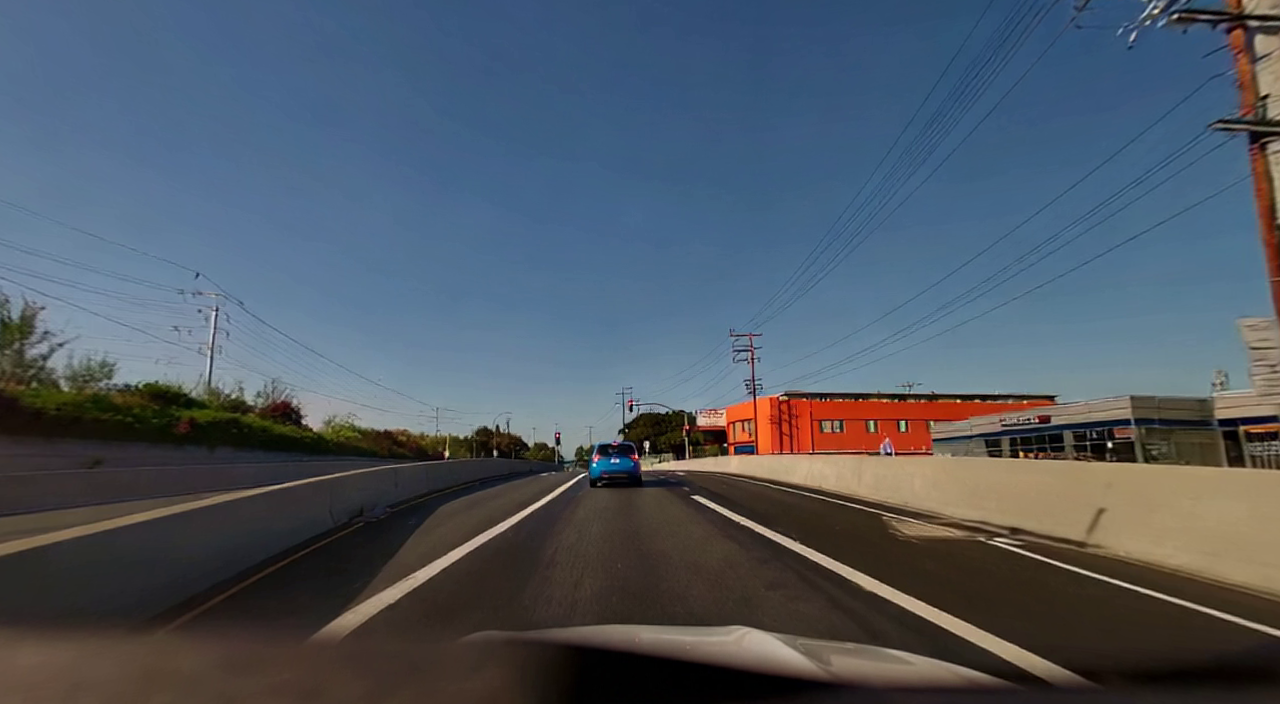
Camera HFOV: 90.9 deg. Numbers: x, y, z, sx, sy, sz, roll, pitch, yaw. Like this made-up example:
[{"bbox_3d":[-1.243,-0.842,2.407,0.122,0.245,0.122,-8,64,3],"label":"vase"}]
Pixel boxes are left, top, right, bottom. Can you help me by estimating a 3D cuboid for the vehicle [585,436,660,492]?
[{"bbox_3d":[-0.600,3.433,19.706,2.123,1.566,3.662,0,-8,-3],"label":"vehicle"}]
